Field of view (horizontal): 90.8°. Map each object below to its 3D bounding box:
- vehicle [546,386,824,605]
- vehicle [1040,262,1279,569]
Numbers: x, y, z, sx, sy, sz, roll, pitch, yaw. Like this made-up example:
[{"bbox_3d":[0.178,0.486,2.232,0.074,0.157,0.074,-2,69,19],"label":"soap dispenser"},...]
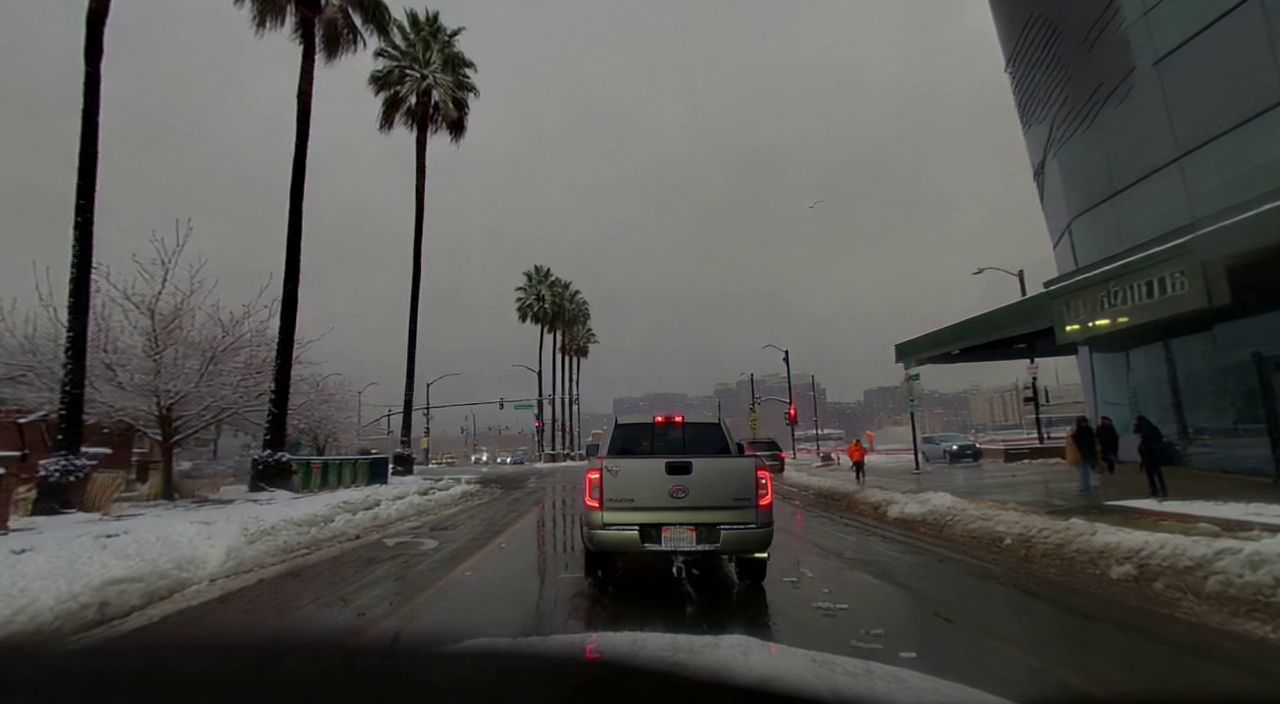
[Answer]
[{"bbox_3d":[0.406,1.589,7.986,2.311,1.819,5.255,0,-8,1],"label":"vehicle"},{"bbox_3d":[7.918,0.892,8.610,2.666,3.345,3.622,-1,-9,8],"label":"vehicle"}]
